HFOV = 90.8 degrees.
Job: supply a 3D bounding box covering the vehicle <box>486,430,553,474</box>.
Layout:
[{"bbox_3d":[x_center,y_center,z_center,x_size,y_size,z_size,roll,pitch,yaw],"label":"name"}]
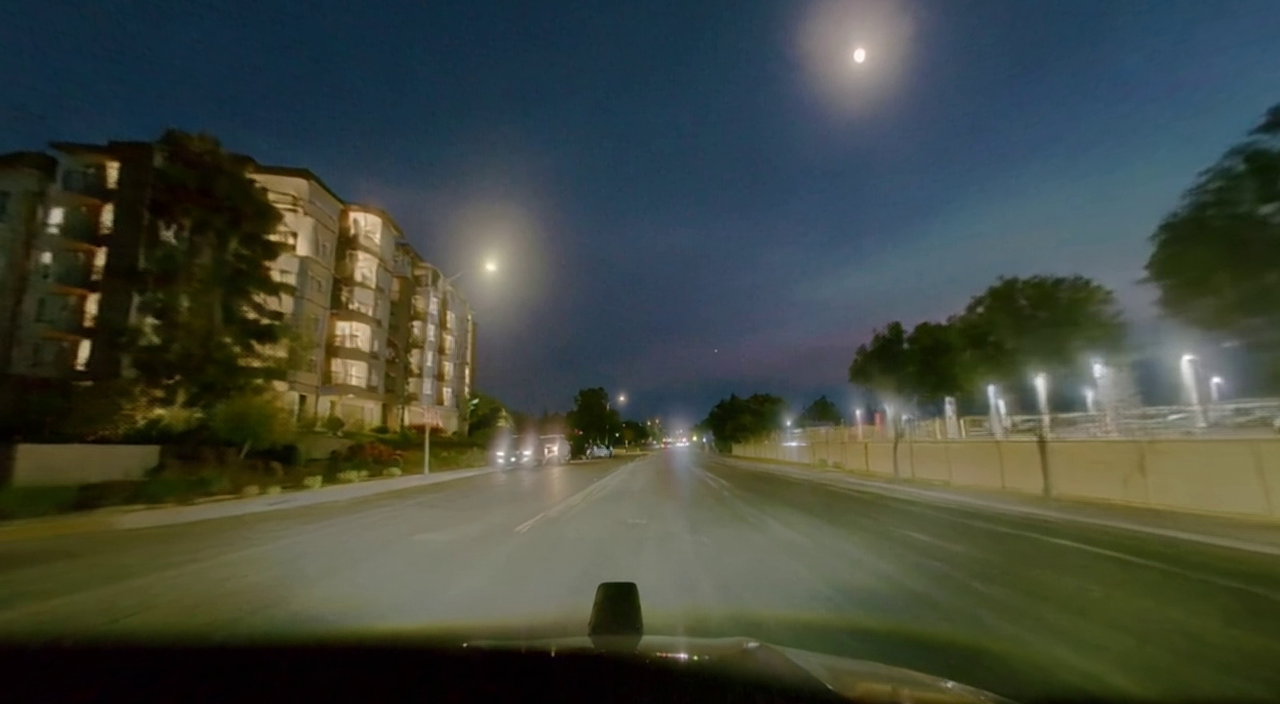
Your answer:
[{"bbox_3d":[-5.954,5.020,31.958,2.192,1.965,4.917,2,-8,3],"label":"vehicle"}]
